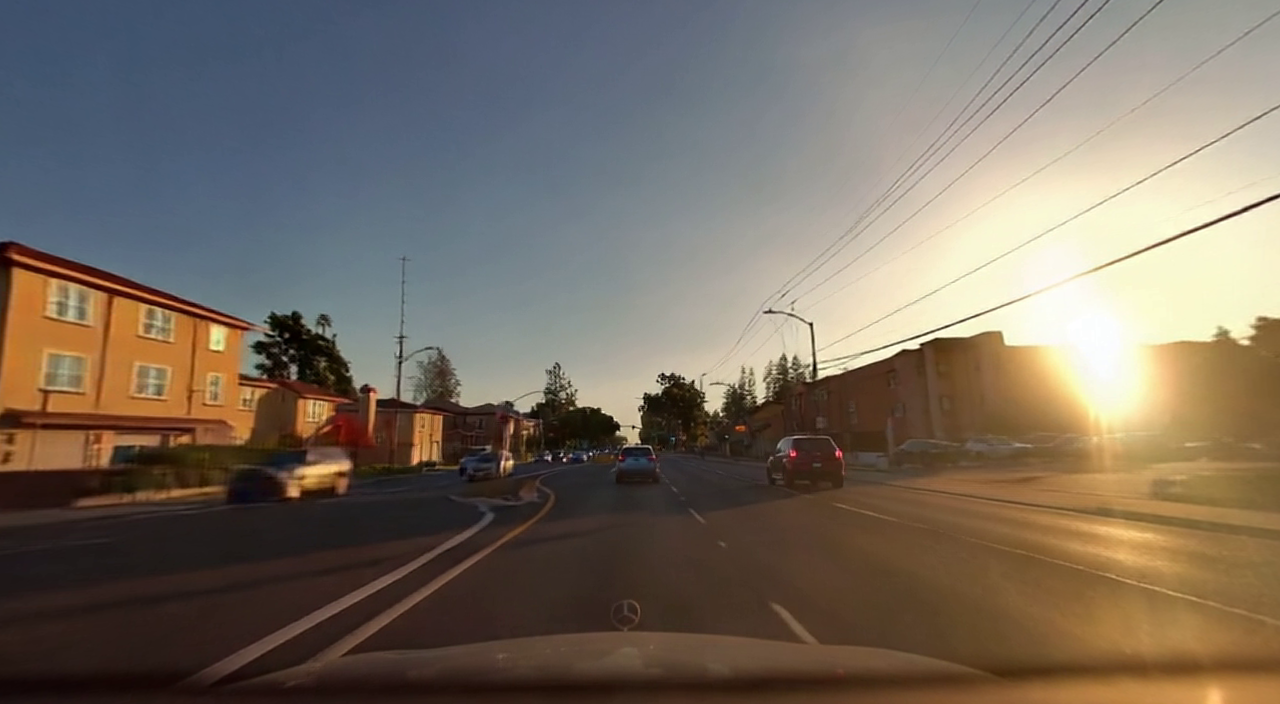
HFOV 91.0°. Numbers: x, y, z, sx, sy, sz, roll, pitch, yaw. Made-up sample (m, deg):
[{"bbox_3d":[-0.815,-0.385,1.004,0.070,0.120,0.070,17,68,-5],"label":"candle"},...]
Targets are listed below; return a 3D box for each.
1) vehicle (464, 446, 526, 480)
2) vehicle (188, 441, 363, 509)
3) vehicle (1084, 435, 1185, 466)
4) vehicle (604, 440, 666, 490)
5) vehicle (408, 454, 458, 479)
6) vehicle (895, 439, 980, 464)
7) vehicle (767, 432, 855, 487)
[{"bbox_3d":[-8.014,6.169,35.343,2.283,1.715,4.918,-1,-9,1],"label":"vehicle"},{"bbox_3d":[-11.310,3.844,20.261,2.193,1.851,5.705,0,-9,0],"label":"vehicle"},{"bbox_3d":[30.426,6.076,38.851,4.557,1.635,1.935,-3,-8,-3],"label":"vehicle"},{"bbox_3d":[-0.212,4.255,23.978,2.138,1.702,4.168,0,-9,-1],"label":"vehicle"},{"bbox_3d":[-14.524,8.020,44.456,1.950,1.611,4.472,0,-9,0],"label":"vehicle"},{"bbox_3d":[18.942,6.360,40.178,4.415,1.519,1.907,0,-9,1],"label":"vehicle"},{"bbox_3d":[6.348,4.051,23.966,2.061,1.889,4.268,0,-9,-1],"label":"vehicle"}]
